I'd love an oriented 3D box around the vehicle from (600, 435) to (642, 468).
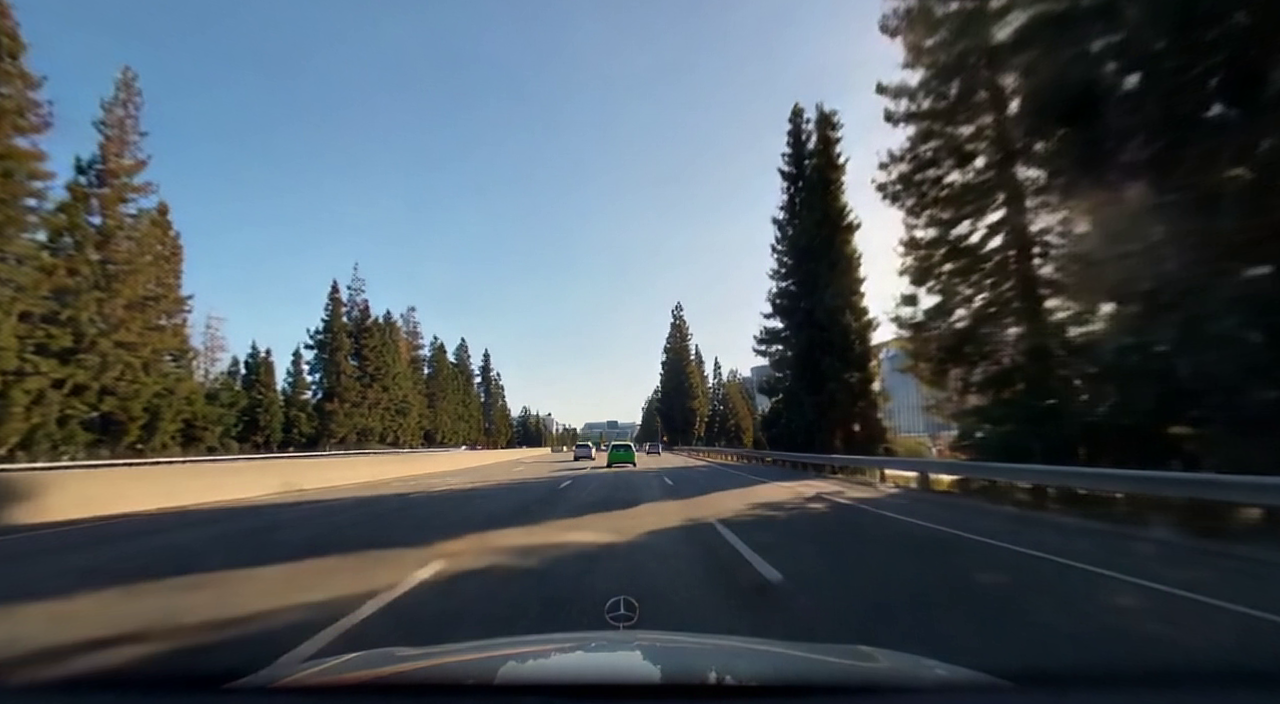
[{"bbox_3d":[-1.116,5.837,37.070,2.302,1.810,4.707,0,-8,-1],"label":"vehicle"}]
